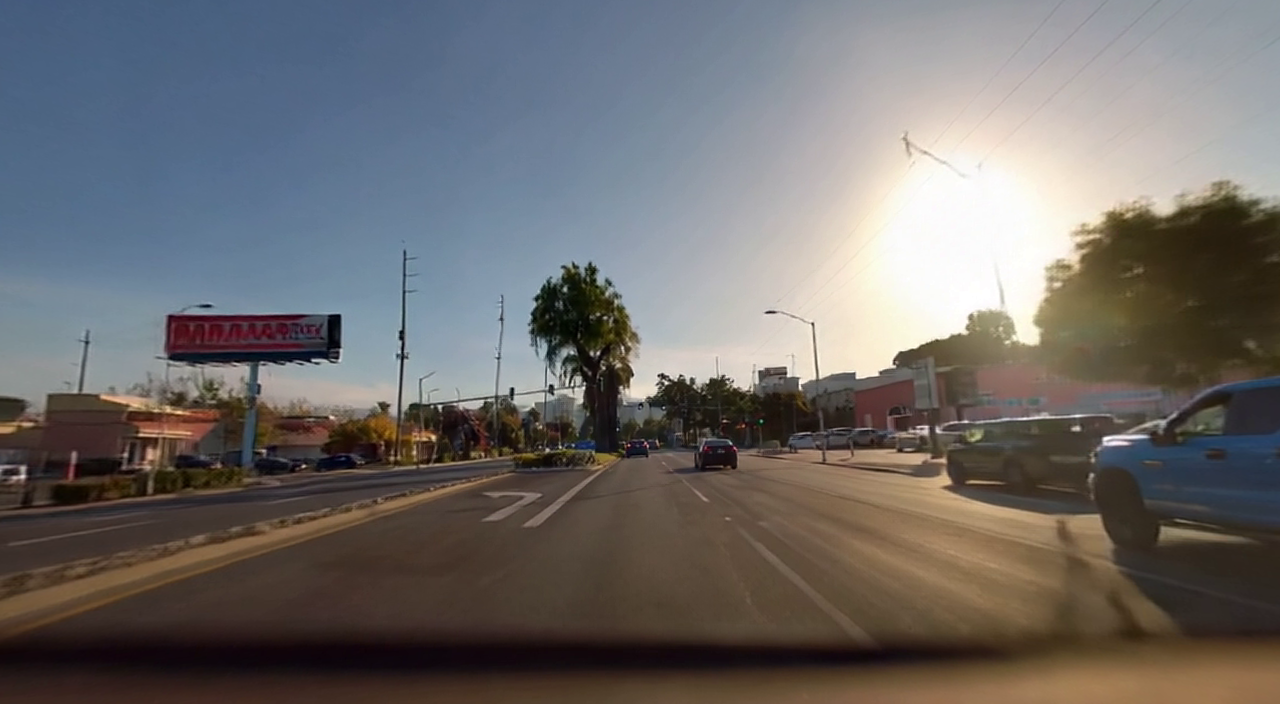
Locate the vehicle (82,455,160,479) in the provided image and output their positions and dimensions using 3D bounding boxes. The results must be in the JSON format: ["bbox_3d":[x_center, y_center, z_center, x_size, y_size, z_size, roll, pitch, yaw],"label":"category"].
[{"bbox_3d":[-40.228,8.890,49.049,1.879,1.747,4.268,-8,-11,40],"label":"vehicle"}]

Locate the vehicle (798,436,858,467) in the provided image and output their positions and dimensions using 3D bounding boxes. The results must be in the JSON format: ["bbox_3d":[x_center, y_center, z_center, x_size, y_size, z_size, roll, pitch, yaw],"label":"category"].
[{"bbox_3d":[10.535,5.614,35.707,1.965,1.573,4.308,0,-9,-1],"label":"vehicle"}]

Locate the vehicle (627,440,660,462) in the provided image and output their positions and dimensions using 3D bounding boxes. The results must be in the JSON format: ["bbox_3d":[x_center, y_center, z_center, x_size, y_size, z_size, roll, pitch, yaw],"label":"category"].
[{"bbox_3d":[0.233,7.039,45.070,2.258,1.468,4.076,0,-9,0],"label":"vehicle"}]

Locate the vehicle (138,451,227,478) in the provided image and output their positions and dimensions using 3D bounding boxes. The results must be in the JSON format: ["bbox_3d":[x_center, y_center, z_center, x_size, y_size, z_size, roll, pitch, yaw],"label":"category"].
[{"bbox_3d":[-35.708,8.751,49.398,5.329,1.893,2.122,7,-12,-42],"label":"vehicle"}]

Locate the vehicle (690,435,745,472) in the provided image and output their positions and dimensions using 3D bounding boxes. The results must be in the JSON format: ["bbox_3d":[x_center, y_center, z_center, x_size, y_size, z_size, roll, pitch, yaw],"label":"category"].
[{"bbox_3d":[3.431,4.609,28.822,1.889,1.541,4.303,0,-9,-1],"label":"vehicle"}]

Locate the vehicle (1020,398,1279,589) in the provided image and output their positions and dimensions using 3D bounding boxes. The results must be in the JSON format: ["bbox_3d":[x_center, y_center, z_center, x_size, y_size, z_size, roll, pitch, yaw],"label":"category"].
[{"bbox_3d":[6.520,1.329,6.274,2.140,1.606,5.437,-1,-9,0],"label":"vehicle"}]

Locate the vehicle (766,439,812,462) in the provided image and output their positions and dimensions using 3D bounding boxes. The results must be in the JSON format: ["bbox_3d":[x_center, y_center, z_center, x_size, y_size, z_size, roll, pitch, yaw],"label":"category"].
[{"bbox_3d":[10.510,6.984,45.011,1.957,1.500,4.816,0,-9,-2],"label":"vehicle"}]

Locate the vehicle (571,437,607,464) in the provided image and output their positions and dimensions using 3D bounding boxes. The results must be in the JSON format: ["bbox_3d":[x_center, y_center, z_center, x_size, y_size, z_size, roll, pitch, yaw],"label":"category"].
[{"bbox_3d":[-3.451,6.814,43.725,2.117,1.751,4.478,-1,-9,0],"label":"vehicle"}]
